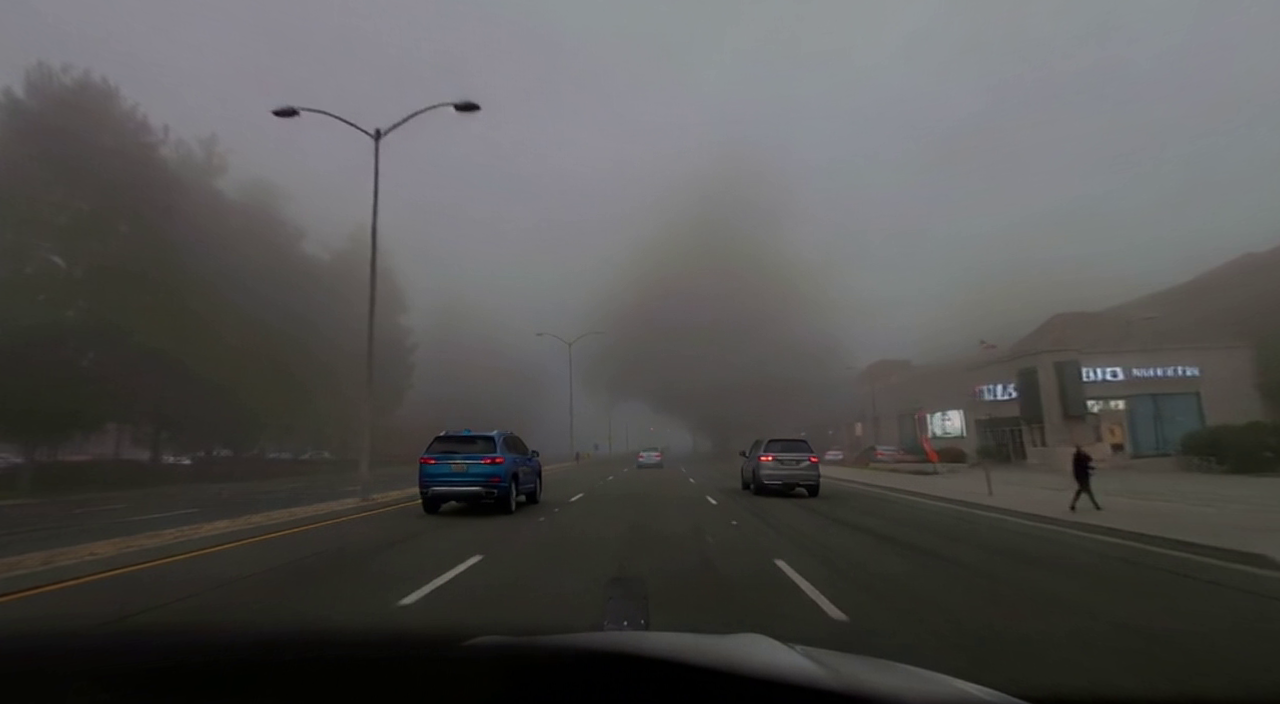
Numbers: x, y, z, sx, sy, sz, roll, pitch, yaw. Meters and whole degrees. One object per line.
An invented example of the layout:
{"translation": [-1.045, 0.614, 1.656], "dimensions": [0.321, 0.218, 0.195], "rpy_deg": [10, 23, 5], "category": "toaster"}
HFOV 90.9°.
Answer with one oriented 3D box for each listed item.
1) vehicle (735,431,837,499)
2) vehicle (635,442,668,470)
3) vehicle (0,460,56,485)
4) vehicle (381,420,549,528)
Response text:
{"translation": [4.201, 3.313, 18.919], "dimensions": [2.083, 1.779, 4.347], "rpy_deg": [0, -8, 1], "category": "vehicle"}
{"translation": [0.761, 6.737, 40.949], "dimensions": [2.067, 1.702, 3.987], "rpy_deg": [0, -8, 2], "category": "vehicle"}
{"translation": [-42.702, 8.160, 42.885], "dimensions": [3.983, 1.567, 1.860], "rpy_deg": [0, -8, 2], "category": "vehicle"}
{"translation": [-3.307, 2.405, 13.006], "dimensions": [2.047, 1.810, 4.414], "rpy_deg": [0, -8, 2], "category": "vehicle"}
